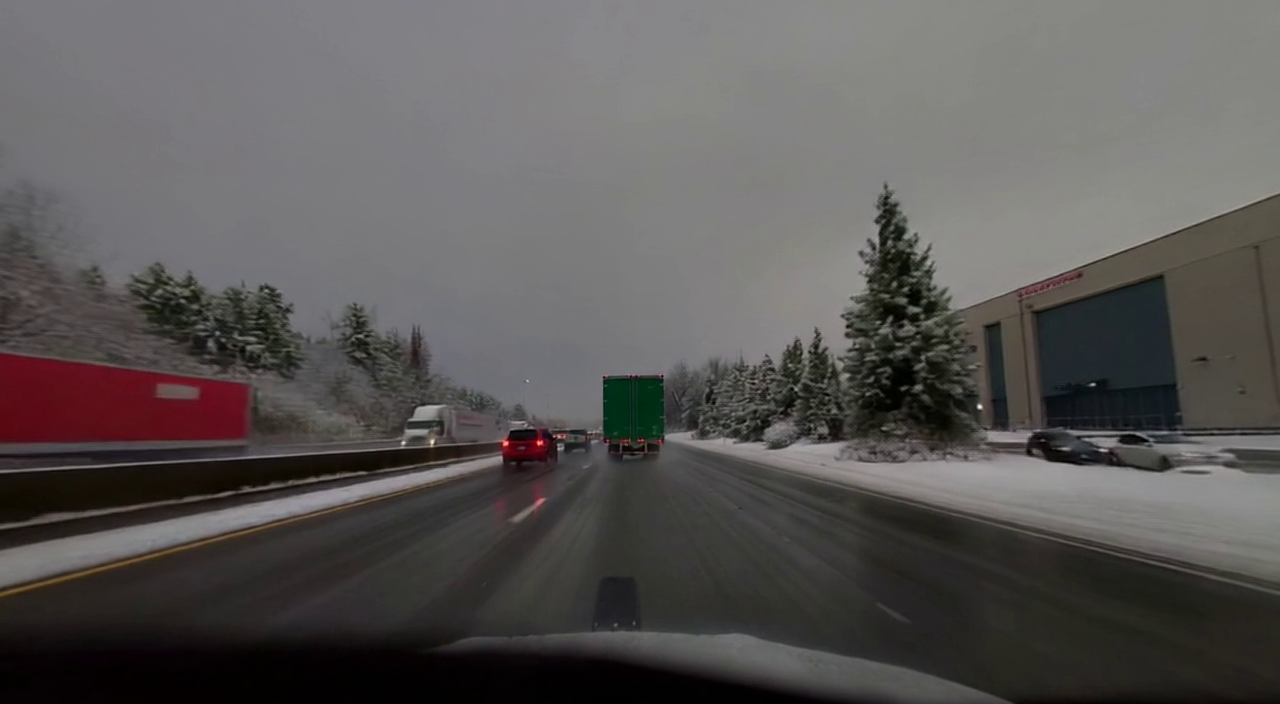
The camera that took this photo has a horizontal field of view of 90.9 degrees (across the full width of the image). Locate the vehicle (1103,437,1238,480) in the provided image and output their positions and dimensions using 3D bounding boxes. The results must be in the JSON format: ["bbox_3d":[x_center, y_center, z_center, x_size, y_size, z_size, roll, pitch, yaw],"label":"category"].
[{"bbox_3d":[23.026,4.612,27.623,1.986,1.605,4.381,-2,-7,-2],"label":"vehicle"}]

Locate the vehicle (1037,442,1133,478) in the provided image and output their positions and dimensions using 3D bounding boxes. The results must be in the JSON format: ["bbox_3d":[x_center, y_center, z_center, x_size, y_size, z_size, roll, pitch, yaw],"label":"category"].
[{"bbox_3d":[22.951,5.528,32.746,1.699,1.625,4.494,-2,-8,0],"label":"vehicle"}]

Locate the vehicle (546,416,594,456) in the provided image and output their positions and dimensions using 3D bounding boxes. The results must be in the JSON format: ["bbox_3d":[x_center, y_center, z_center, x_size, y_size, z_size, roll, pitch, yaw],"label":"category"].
[{"bbox_3d":[-4.973,6.144,46.027,2.717,2.714,6.997,0,-8,-1],"label":"vehicle"}]

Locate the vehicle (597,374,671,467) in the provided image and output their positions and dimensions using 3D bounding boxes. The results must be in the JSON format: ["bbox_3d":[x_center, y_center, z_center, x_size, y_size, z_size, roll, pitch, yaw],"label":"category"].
[{"bbox_3d":[-0.370,3.666,32.765,3.259,4.066,9.891,0,-8,-1],"label":"vehicle"}]

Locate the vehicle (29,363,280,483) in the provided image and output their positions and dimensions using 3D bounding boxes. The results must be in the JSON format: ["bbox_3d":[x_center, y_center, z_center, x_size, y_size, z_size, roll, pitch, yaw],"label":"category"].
[{"bbox_3d":[-17.234,2.725,23.469,2.786,3.661,8.169,0,-8,-1],"label":"vehicle"}]

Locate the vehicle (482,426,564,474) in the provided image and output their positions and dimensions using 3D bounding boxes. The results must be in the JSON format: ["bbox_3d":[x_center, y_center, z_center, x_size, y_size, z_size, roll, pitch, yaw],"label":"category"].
[{"bbox_3d":[-4.231,3.626,23.664,2.005,1.602,5.131,0,-8,1],"label":"vehicle"}]

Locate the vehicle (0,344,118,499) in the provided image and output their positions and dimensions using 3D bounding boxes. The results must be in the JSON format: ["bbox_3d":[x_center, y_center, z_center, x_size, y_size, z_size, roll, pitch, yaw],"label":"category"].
[{"bbox_3d":[-17.051,1.477,13.703,2.959,3.738,9.951,0,-8,-1],"label":"vehicle"}]
